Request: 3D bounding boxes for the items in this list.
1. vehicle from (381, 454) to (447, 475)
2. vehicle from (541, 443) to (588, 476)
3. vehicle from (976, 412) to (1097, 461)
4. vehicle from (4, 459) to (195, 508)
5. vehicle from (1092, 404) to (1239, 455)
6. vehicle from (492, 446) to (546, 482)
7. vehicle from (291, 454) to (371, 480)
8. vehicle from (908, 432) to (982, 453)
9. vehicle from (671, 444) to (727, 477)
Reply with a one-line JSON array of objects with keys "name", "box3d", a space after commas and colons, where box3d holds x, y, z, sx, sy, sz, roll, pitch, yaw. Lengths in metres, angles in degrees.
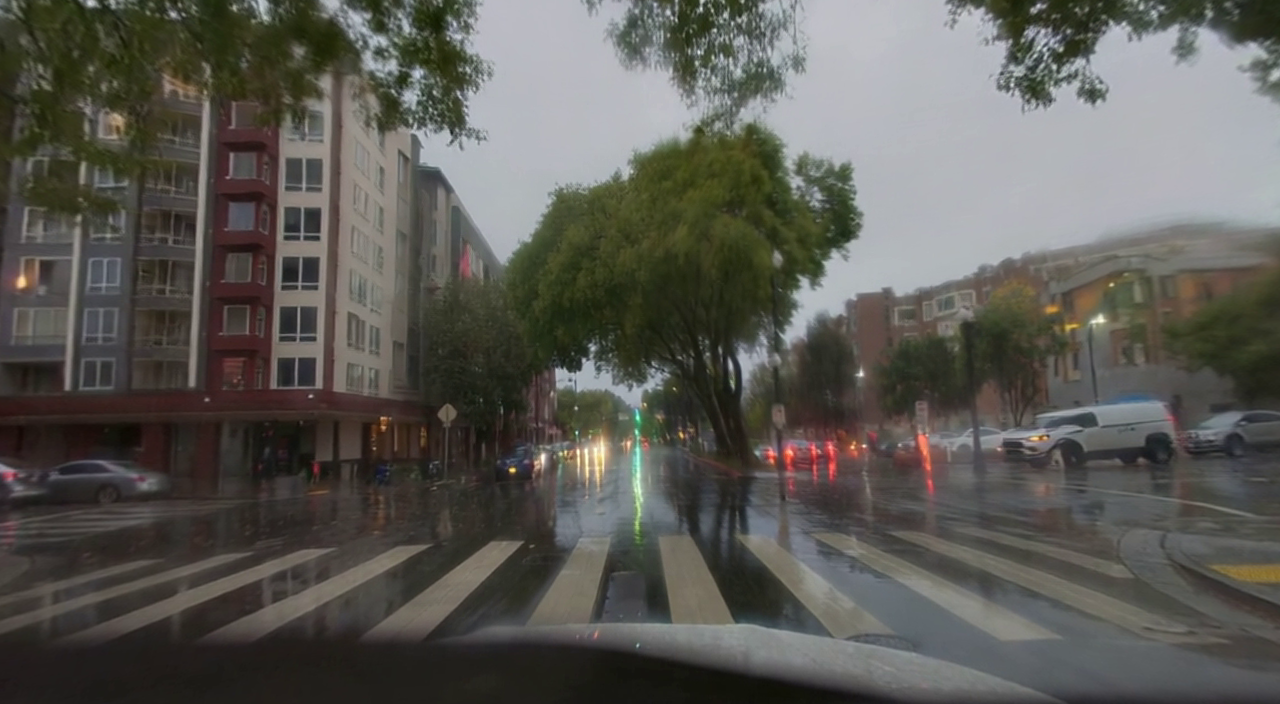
[{"name": "vehicle", "box3d": [-16.911, 8.427, 47.404, 4.203, 1.544, 1.889, 0, -8, 1]}, {"name": "vehicle", "box3d": [-4.447, 6.371, 37.714, 2.102, 1.768, 4.290, -1, -9, 3]}, {"name": "vehicle", "box3d": [16.743, 3.659, 27.033, 2.041, 1.921, 4.574, 0, -9, -2]}, {"name": "vehicle", "box3d": [-17.316, 4.212, 20.408, 4.439, 1.448, 1.793, 0, -9, 0]}, {"name": "vehicle", "box3d": [22.304, 3.401, 27.180, 2.137, 1.962, 4.988, -1, -9, 3]}, {"name": "vehicle", "box3d": [-7.614, 7.050, 40.302, 2.193, 1.814, 5.061, -9, -9, 0]}, {"name": "vehicle", "box3d": [-23.204, 8.632, 47.539, 4.844, 1.836, 2.117, -1, -8, 5]}, {"name": "vehicle", "box3d": [23.016, 6.855, 47.822, 4.528, 1.475, 2.070, 0, -8, 3]}, {"name": "vehicle", "box3d": [3.196, 5.696, 33.498, 1.942, 1.603, 3.785, -2, -8, 22]}]
